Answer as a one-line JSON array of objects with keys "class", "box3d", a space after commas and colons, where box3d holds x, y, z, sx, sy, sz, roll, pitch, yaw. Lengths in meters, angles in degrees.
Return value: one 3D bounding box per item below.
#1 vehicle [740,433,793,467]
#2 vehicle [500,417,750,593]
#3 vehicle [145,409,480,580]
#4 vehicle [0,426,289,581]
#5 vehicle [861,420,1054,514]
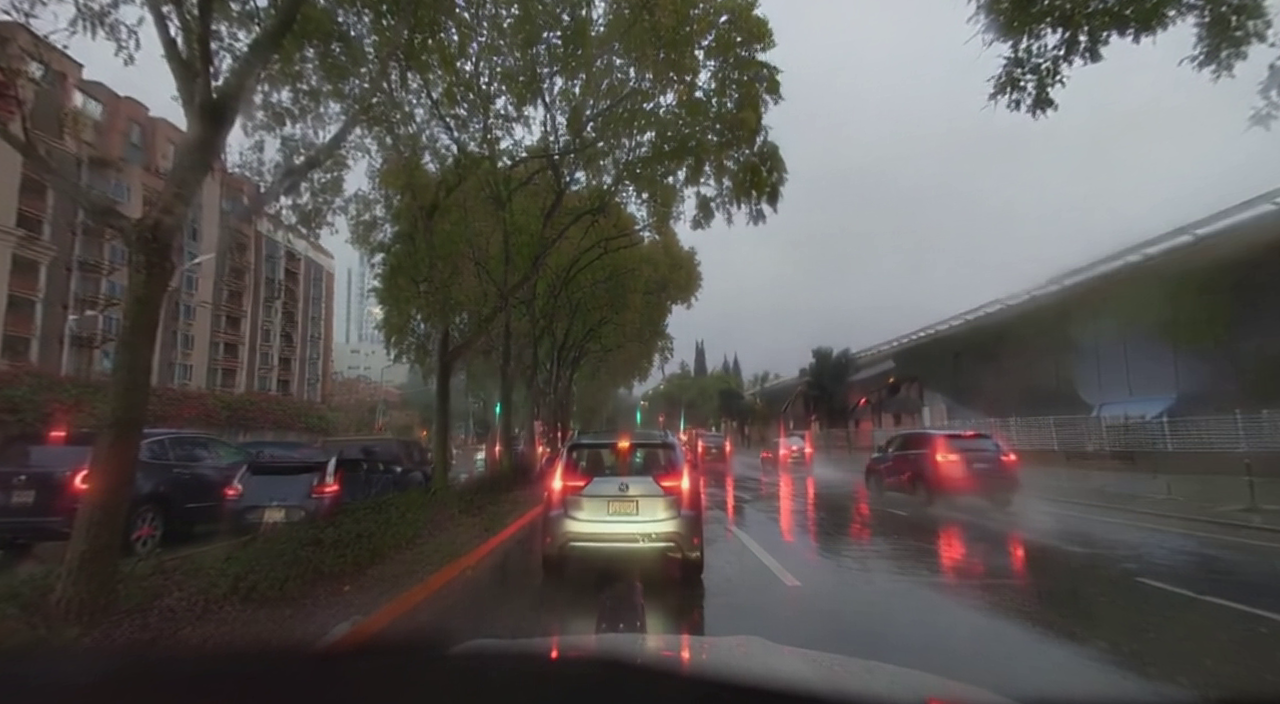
[{"class": "vehicle", "box3d": [6.651, 5.234, 33.692, 1.889, 1.681, 4.120, 0, -9, -1]}, {"class": "vehicle", "box3d": [-0.166, 1.641, 7.642, 2.161, 1.501, 4.184, 0, -9, -1]}, {"class": "vehicle", "box3d": [-3.706, 1.697, 8.307, 2.009, 1.619, 4.376, 0, -9, 1]}, {"class": "vehicle", "box3d": [-6.952, 1.818, 8.468, 1.860, 1.491, 4.586, 0, -9, 0]}, {"class": "vehicle", "box3d": [6.326, 2.342, 13.234, 1.895, 1.633, 4.030, 0, -9, 0]}]
